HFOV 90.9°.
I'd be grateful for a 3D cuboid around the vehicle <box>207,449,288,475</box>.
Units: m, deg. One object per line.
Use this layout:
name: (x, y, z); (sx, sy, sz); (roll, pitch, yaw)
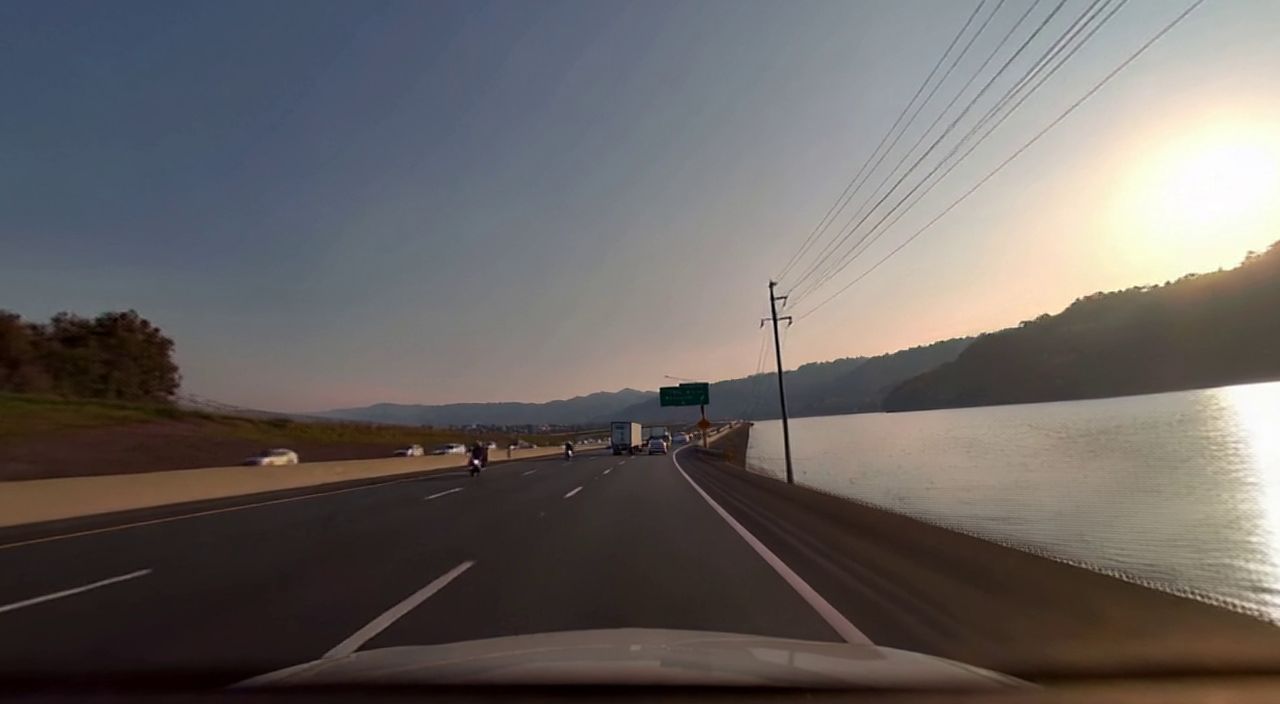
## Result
vehicle: (-23.835, 6.664, 38.546); (1.966, 1.446, 4.490); (-1, -8, 2)
